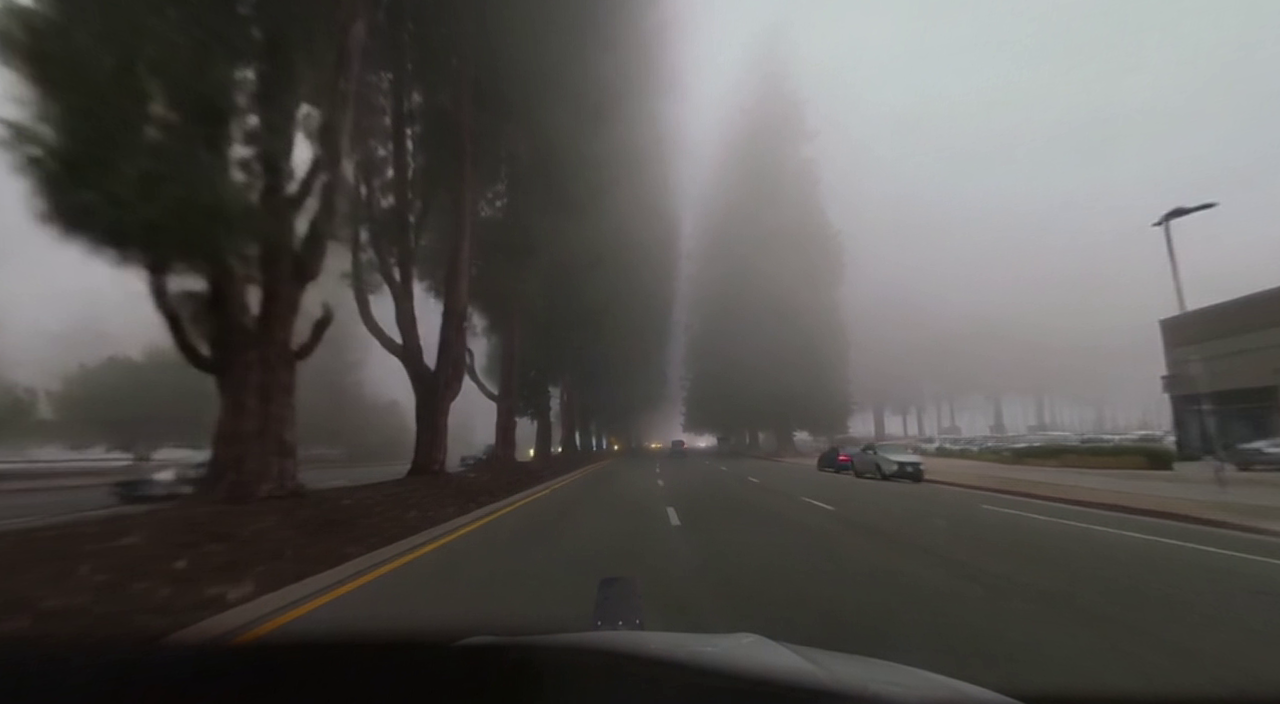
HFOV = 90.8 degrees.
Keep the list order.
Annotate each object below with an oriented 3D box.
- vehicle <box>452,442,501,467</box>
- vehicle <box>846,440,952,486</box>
[{"bbox_3d":[-10.337,6.529,40.389,1.864,1.497,4.604,0,-9,1],"label":"vehicle"},{"bbox_3d":[9.051,3.913,22.574,2.022,1.449,4.706,-1,-9,3],"label":"vehicle"}]
